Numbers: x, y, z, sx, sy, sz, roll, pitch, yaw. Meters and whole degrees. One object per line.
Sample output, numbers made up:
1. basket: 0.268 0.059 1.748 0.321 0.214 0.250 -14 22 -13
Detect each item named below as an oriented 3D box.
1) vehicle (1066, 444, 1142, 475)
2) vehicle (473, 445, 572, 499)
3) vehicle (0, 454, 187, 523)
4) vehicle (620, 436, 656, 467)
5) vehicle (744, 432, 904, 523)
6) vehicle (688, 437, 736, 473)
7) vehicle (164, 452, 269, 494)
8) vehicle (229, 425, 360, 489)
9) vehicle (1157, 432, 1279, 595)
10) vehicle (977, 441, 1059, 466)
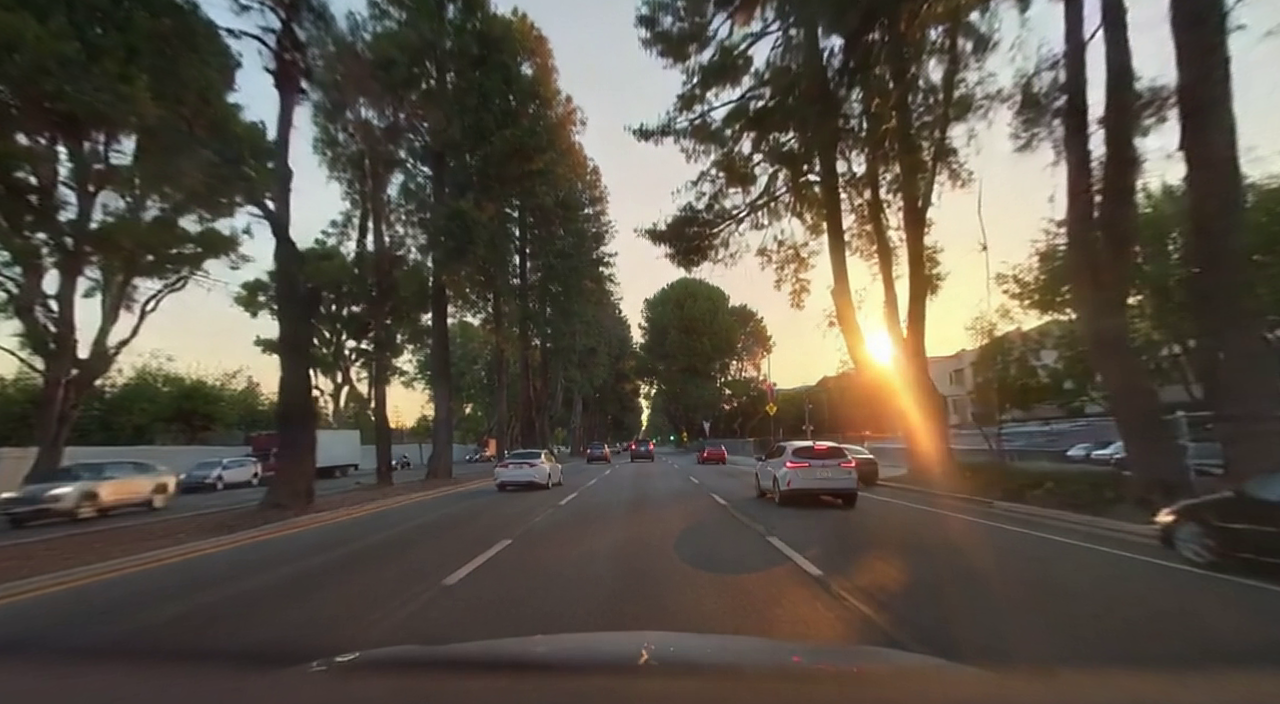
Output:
1. vehicle: 23.477 5.410 31.842 3.658 1.443 1.869 6 -10 -34
2. vehicle: -3.187 3.330 17.914 2.013 1.354 3.908 0 -8 1
3. vehicle: -15.985 3.918 18.610 1.918 1.692 4.338 0 -8 0
4. vehicle: -0.127 6.531 41.365 2.247 1.882 4.603 0 -8 0
5. vehicle: 3.448 2.426 12.749 1.919 1.502 4.232 0 -8 0
6. vehicle: 3.744 5.415 33.349 1.980 1.709 4.367 0 -8 0
7. vehicle: -22.507 6.426 33.845 2.257 1.909 5.115 -1 -8 -3
8. vehicle: -22.846 6.946 42.726 2.833 3.735 11.042 0 -8 -1
9. vehicle: 6.766 1.315 4.722 2.035 1.449 4.427 0 -8 0
10. vehicle: 25.681 6.879 42.921 2.122 1.647 4.283 8 -11 -41
